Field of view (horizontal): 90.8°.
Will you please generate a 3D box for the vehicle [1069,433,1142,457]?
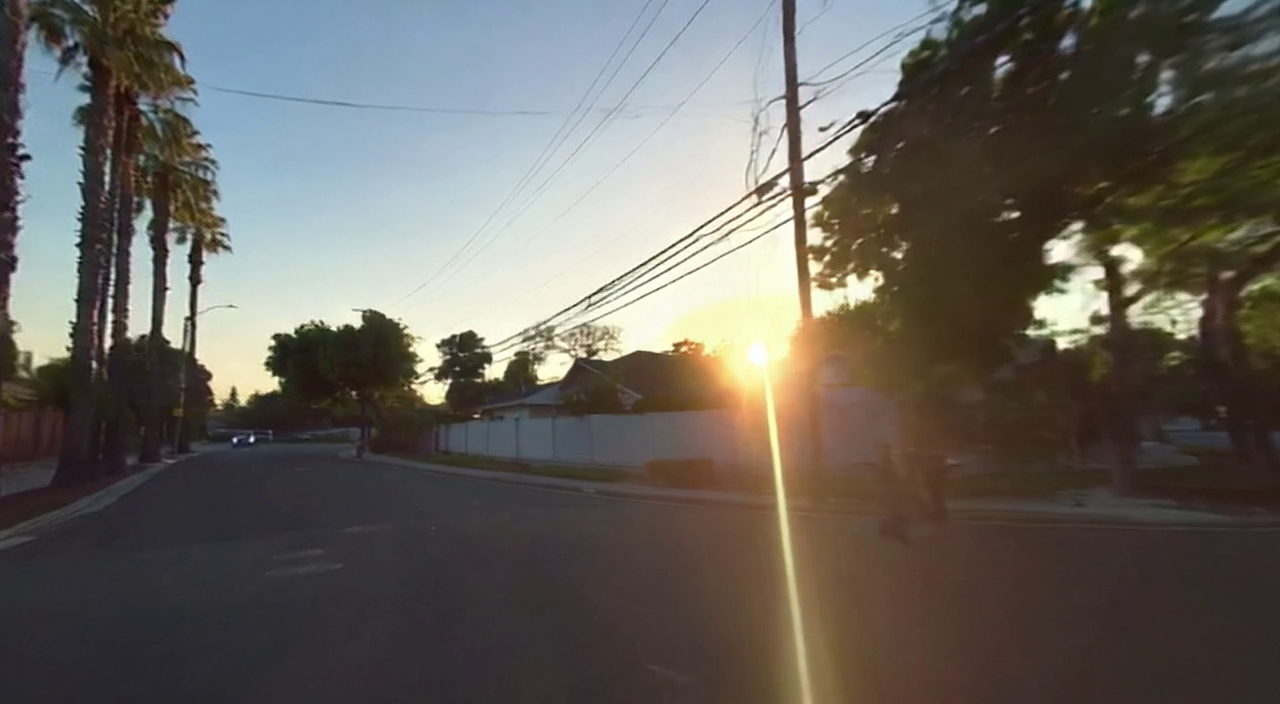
[{"bbox_3d":[30.547,6.114,41.481,3.581,1.474,1.702,-7,-11,42],"label":"vehicle"}]
